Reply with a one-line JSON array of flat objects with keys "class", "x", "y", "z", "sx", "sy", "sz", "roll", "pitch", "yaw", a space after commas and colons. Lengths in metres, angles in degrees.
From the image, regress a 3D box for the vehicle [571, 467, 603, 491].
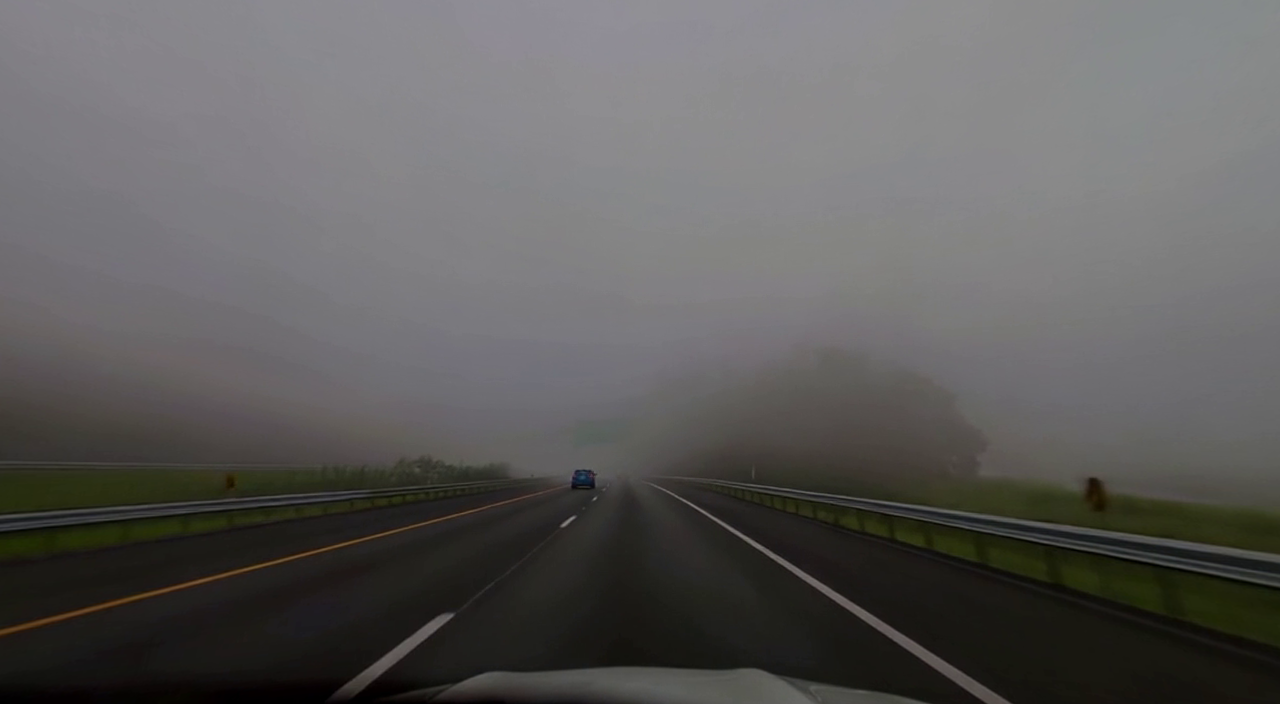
[{"class": "vehicle", "x": -3.783, "y": 9.140, "z": 45.470, "sx": 1.967, "sy": 1.556, "sz": 4.364, "roll": 1, "pitch": -10, "yaw": -1}]
